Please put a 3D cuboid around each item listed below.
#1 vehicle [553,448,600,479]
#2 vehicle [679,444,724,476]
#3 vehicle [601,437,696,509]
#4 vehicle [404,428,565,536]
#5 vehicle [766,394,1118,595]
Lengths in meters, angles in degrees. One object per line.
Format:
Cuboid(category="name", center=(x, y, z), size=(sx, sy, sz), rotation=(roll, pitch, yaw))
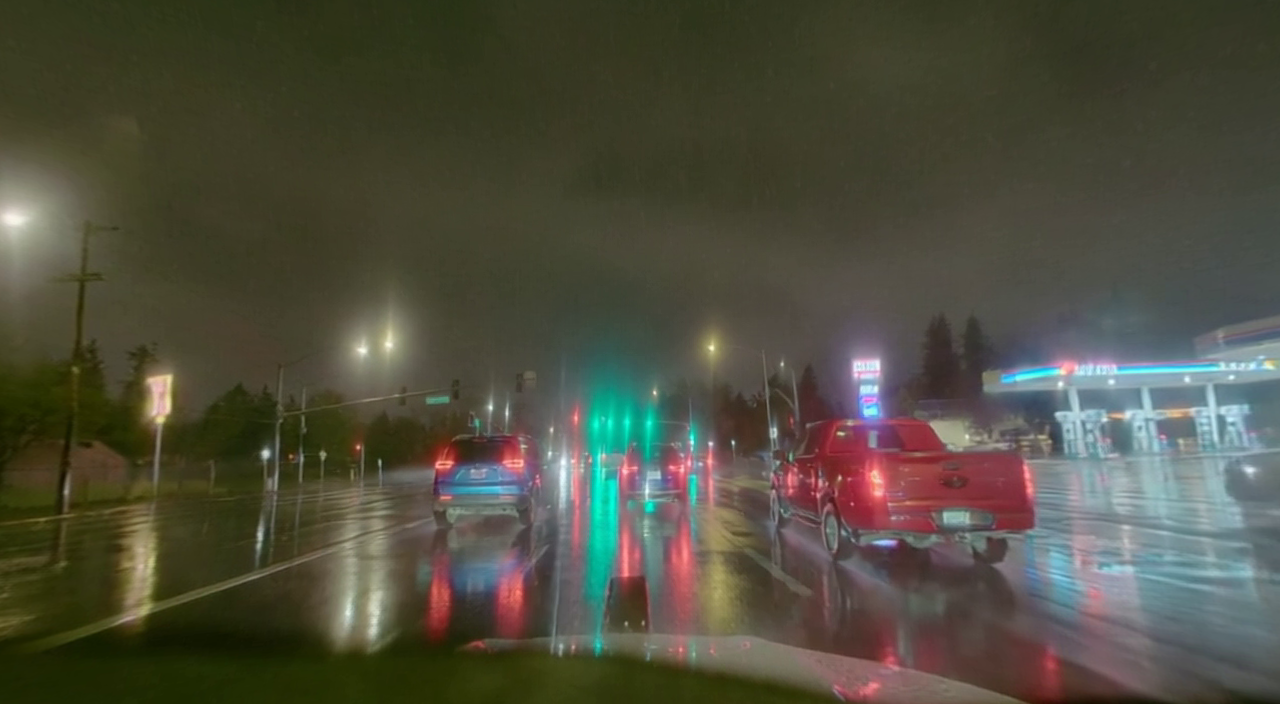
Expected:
Cuboid(category="vehicle", center=(-3.267, 5.812, 33.146), size=(1.954, 1.497, 4.078), rotation=(0, -8, 1))
Cuboid(category="vehicle", center=(3.466, 6.178, 36.386), size=(2.122, 1.745, 4.337), rotation=(0, -8, 0))
Cuboid(category="vehicle", center=(0.164, 3.110, 16.678), size=(2.181, 1.650, 4.083), rotation=(0, -8, -1))
Cuboid(category="vehicle", center=(-2.788, 2.437, 12.444), size=(2.019, 1.731, 4.299), rotation=(0, -8, 1))
Cuboid(category="vehicle", center=(3.362, 1.725, 8.629), size=(2.161, 1.868, 5.321), rotation=(0, -8, 0))
